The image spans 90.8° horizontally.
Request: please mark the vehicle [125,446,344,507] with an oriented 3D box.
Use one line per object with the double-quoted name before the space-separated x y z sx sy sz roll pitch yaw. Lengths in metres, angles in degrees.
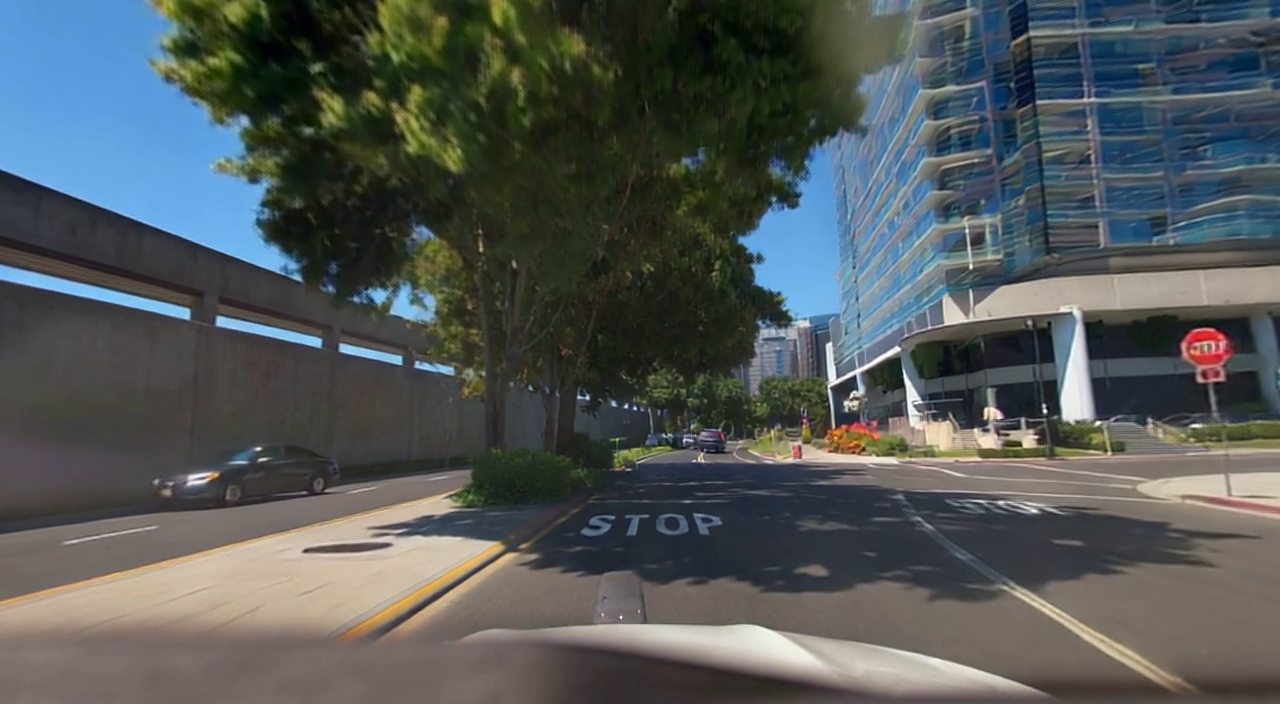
"vehicle" -10.880 3.311 17.350 4.694 1.447 2.137 5 -10 -30
